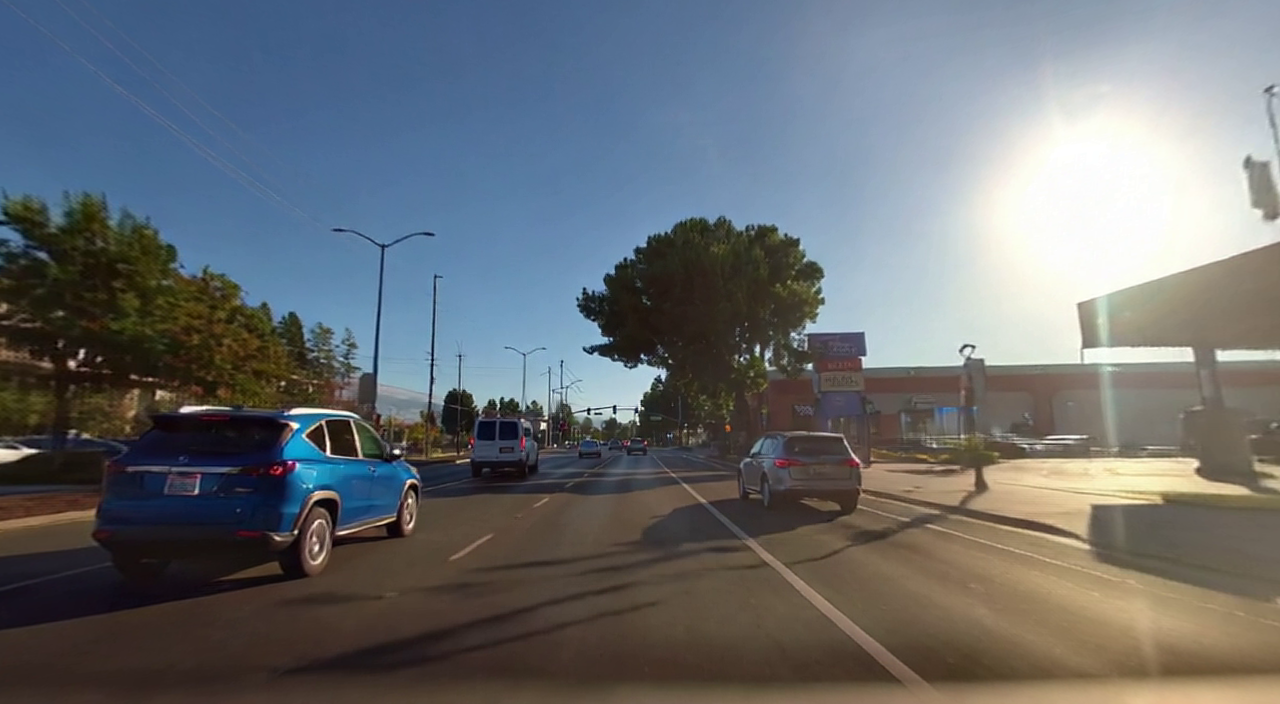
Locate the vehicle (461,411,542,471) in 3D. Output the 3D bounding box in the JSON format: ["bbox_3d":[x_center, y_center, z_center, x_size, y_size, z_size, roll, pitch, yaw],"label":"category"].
[{"bbox_3d":[-6.474,4.332,30.411,2.863,2.592,6.410,1,-9,-4],"label":"vehicle"}]

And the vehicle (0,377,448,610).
[{"bbox_3d":[-3.850,1.388,6.975,2.038,1.748,4.303,0,-9,1],"label":"vehicle"}]

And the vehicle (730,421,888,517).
[{"bbox_3d":[3.563,2.594,14.429,2.167,1.792,4.835,0,-9,-2],"label":"vehicle"}]
